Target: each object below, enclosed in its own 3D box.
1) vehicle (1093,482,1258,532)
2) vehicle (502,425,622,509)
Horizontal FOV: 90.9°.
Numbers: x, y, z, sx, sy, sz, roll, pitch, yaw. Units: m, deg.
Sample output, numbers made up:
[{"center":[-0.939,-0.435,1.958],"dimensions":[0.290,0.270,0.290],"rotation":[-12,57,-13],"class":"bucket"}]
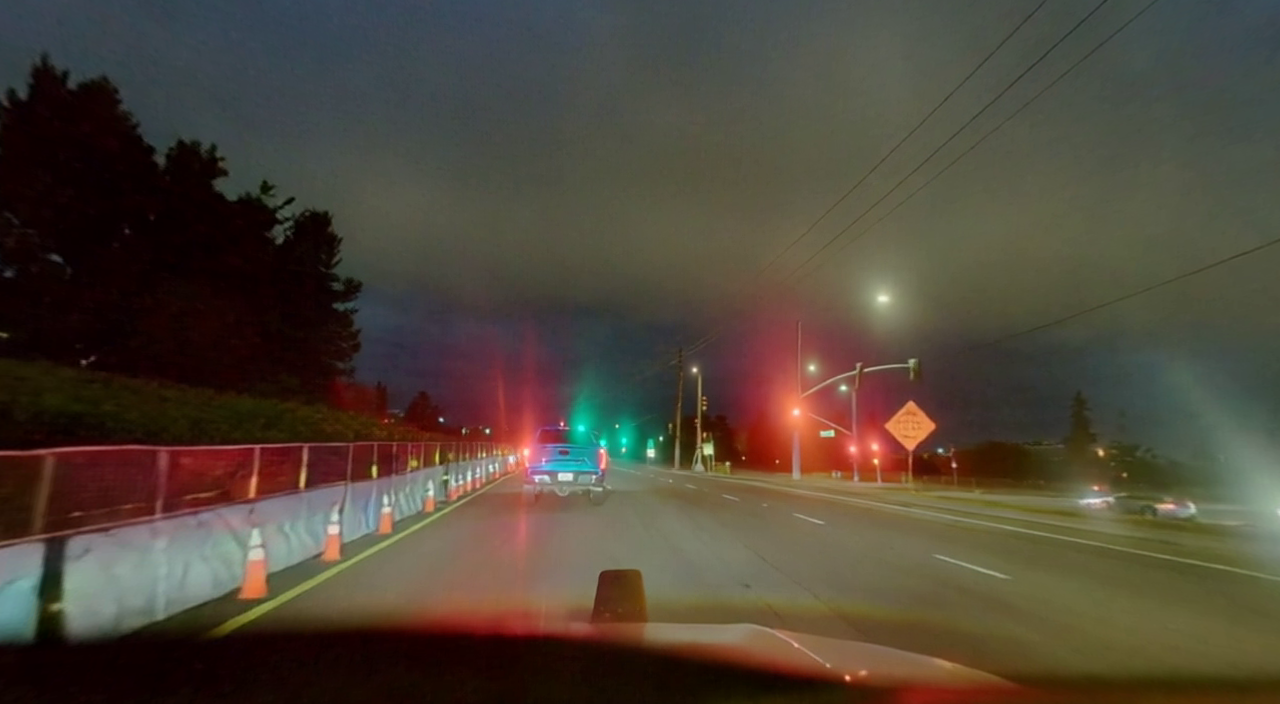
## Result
[{"center":[19.286,5.558,23.026],"dimensions":[1.808,1.467,4.360],"rotation":[2,-10,-8],"class":"vehicle"},{"center":[-1.776,2.749,15.650],"dimensions":[2.436,1.698,5.322],"rotation":[0,-8,-4],"class":"vehicle"}]
